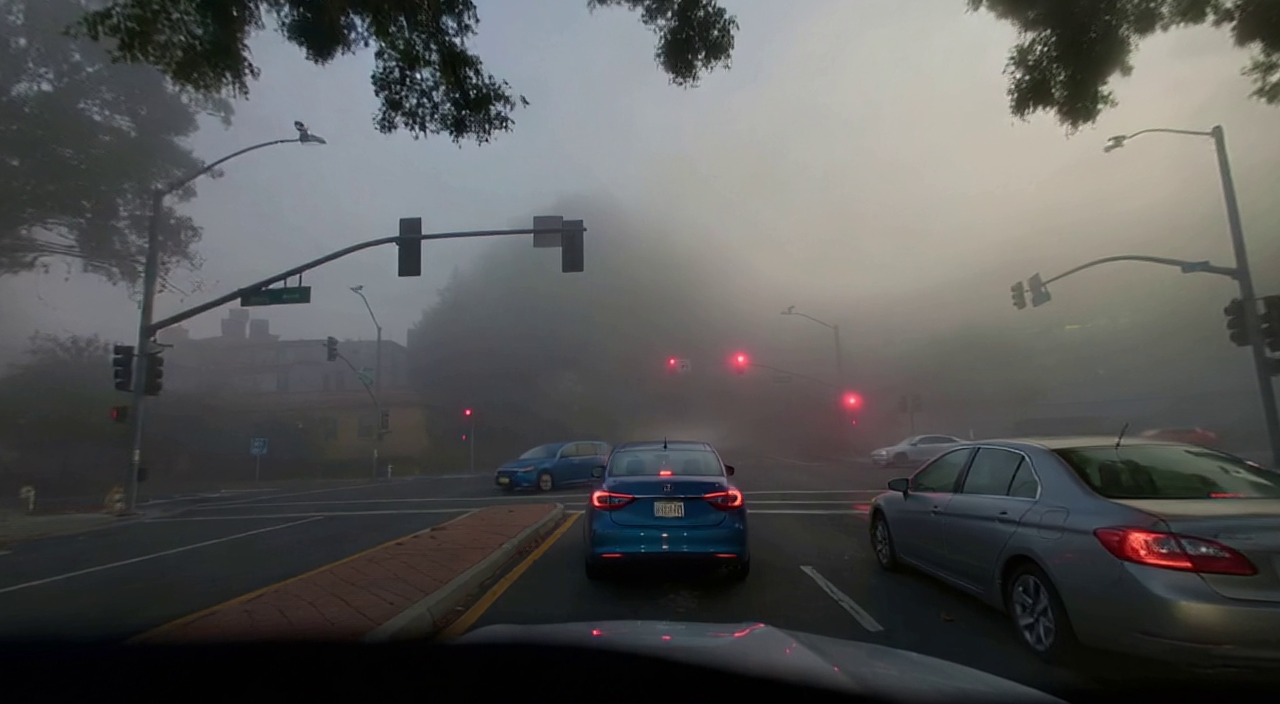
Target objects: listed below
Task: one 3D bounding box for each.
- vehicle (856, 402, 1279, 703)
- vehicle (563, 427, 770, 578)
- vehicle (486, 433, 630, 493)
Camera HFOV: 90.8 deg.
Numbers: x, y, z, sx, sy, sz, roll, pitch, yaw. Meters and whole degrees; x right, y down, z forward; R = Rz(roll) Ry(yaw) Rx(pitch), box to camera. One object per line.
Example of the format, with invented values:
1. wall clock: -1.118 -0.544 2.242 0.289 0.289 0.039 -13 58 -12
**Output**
1. vehicle: 3.659 1.338 5.444 1.888 1.486 4.681 0 -9 -1
2. vehicle: 0.303 1.816 8.335 2.090 1.505 3.756 -1 -9 1
3. vehicle: -2.567 3.593 20.846 1.996 1.705 4.577 -7 -11 39
